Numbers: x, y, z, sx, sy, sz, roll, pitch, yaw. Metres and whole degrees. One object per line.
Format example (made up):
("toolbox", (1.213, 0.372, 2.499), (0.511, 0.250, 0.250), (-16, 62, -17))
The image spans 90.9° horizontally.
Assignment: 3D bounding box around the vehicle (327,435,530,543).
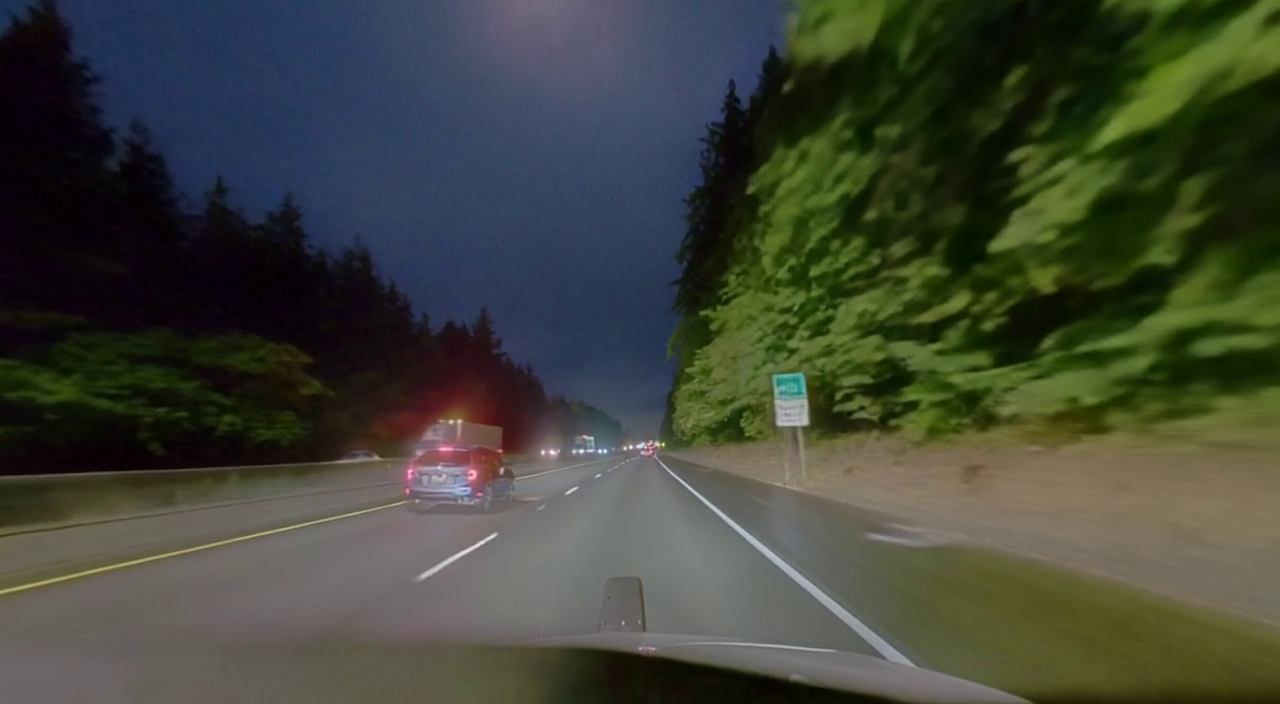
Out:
("vehicle", (-3.409, 2.309, 11.313), (1.969, 1.505, 4.636), (0, -9, 1))
